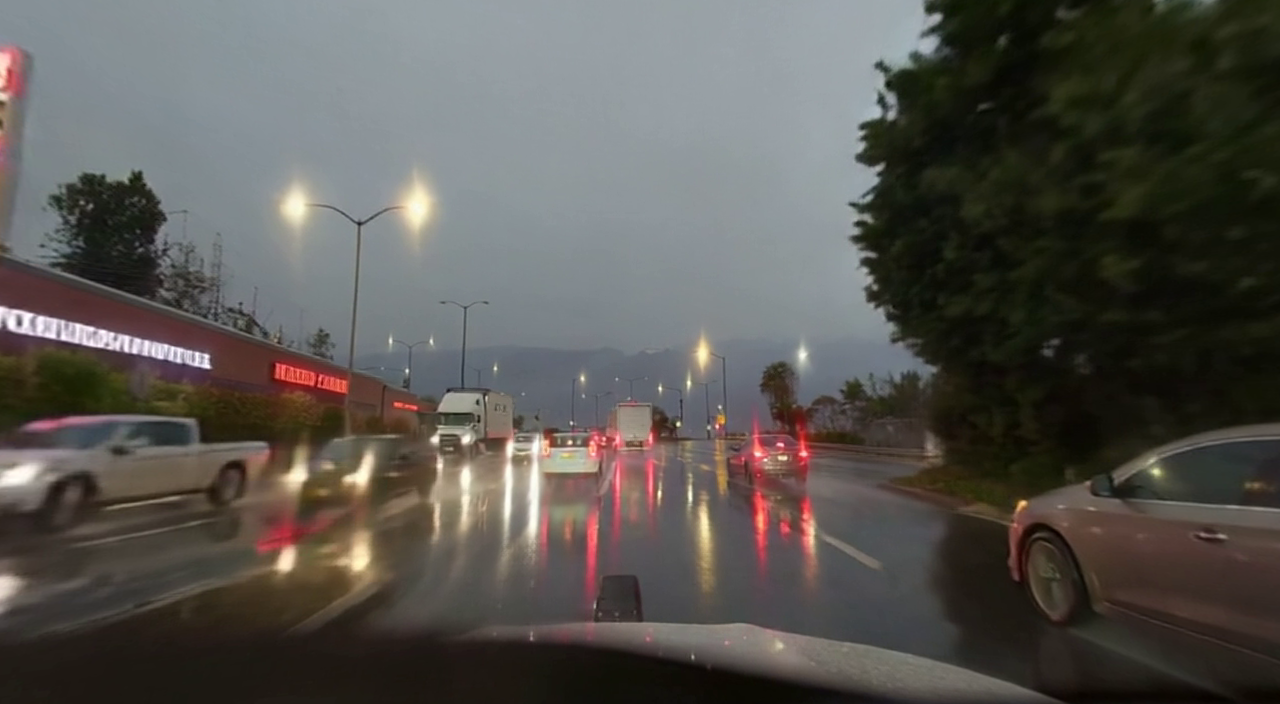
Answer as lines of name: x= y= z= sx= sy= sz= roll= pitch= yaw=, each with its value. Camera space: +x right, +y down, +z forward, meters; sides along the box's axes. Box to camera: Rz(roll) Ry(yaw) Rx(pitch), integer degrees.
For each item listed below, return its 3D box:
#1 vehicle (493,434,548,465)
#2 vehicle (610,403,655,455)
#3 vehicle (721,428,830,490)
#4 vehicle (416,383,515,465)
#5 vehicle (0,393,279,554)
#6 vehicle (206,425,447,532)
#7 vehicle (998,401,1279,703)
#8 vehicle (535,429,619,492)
vehicle: x=-5.807 y=4.780 z=31.219 sx=1.964 sy=1.428 sz=4.481 roll=0 pitch=-8 yaw=-2
vehicle: x=-0.638 y=5.649 z=45.902 sx=2.917 sy=3.482 sz=6.946 roll=1 pitch=-8 yaw=-4
vehicle: x=3.542 y=2.857 z=17.231 sx=1.889 sy=1.480 sz=3.876 roll=1 pitch=-8 yaw=-4
vehicle: x=-9.168 y=4.065 z=34.582 sx=2.986 sy=3.821 sz=10.059 roll=0 pitch=-8 yaw=-3
vehicle: x=-8.654 y=1.838 z=10.430 sx=2.165 sy=1.966 sz=5.251 roll=0 pitch=-8 yaw=1
vehicle: x=-5.204 y=2.120 z=11.340 sx=2.026 sy=1.520 sz=4.475 roll=0 pitch=-8 yaw=0
vehicle: x=3.432 y=0.831 z=1.795 sx=2.081 sy=1.434 sz=4.833 roll=0 pitch=-8 yaw=1
vehicle: x=-1.609 y=2.816 z=16.790 sx=1.991 sy=1.472 sz=3.518 roll=1 pitch=-8 yaw=-4
